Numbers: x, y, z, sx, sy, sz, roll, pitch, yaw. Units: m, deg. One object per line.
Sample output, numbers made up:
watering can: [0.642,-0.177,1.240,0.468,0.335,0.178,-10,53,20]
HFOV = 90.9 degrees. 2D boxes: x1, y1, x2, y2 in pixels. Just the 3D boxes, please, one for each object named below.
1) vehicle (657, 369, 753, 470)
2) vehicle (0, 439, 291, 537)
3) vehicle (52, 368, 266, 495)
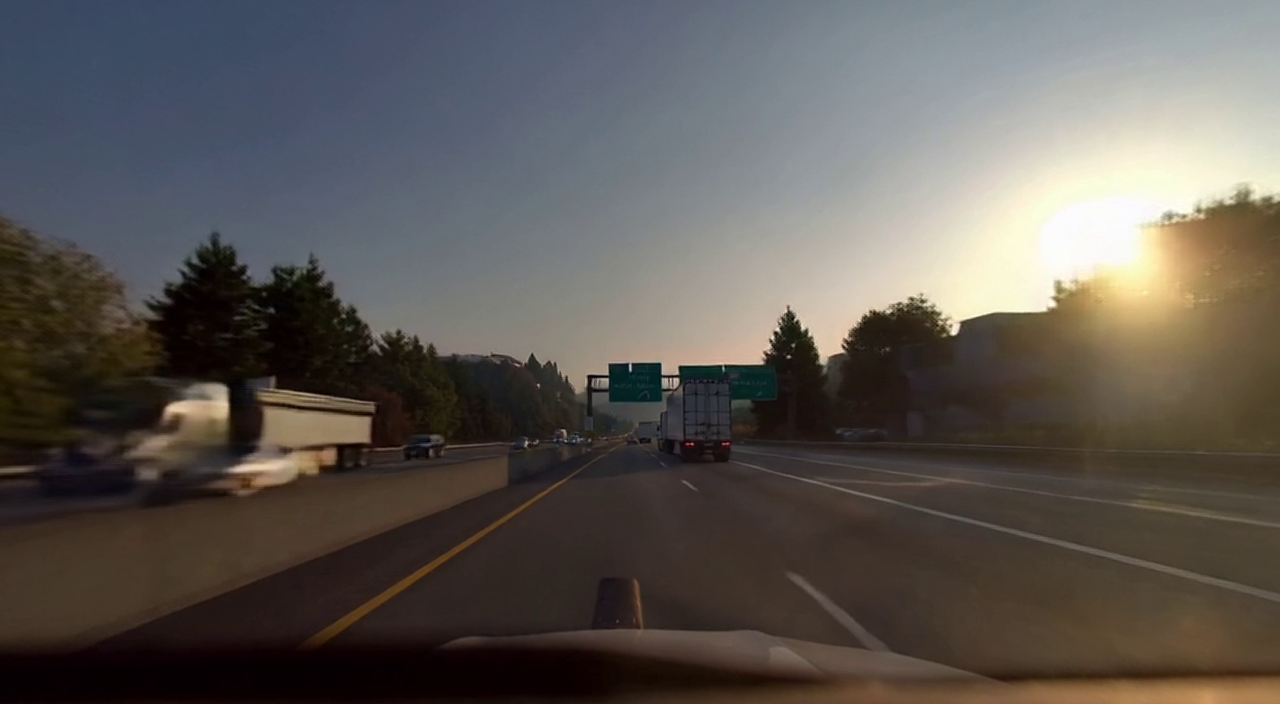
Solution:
vehicle: [2.765,3.567,31.800,2.954,3.995,13.335,0,-8,-2]
vehicle: [-9.013,2.429,12.121,2.015,1.471,4.662,0,-8,-1]
vehicle: [-17.203,2.928,23.256,3.002,4.059,6.038,0,-8,-1]
